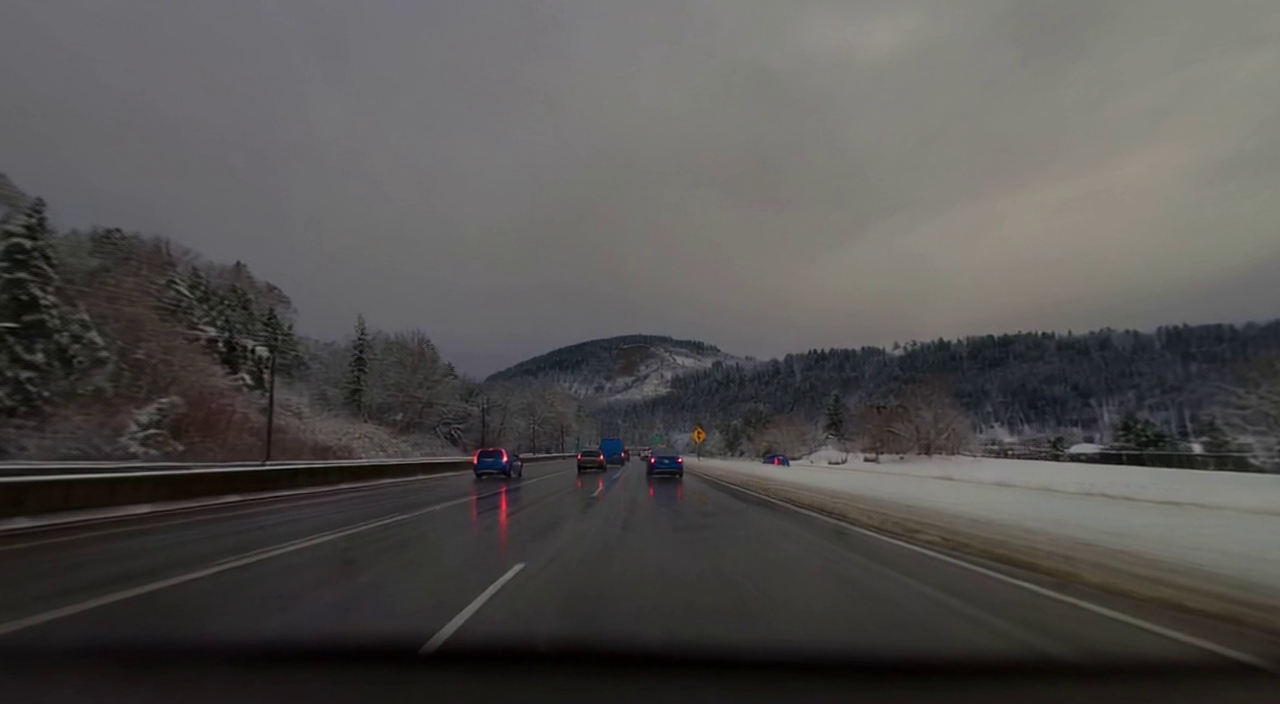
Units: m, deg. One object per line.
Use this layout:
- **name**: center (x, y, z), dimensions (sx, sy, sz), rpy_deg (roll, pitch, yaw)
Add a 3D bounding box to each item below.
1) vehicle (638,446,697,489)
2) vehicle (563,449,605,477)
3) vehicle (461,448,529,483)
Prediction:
- **vehicle**: center (0.979, 4.465, 24.739), dimensions (2.050, 1.491, 4.362), rpy_deg (0, -9, -1)
- **vehicle**: center (-3.195, 6.418, 36.771), dimensions (1.990, 1.501, 4.250), rpy_deg (0, -9, 1)
- **vehicle**: center (-6.750, 5.305, 29.909), dimensions (2.012, 1.504, 4.729), rpy_deg (0, -9, 1)
